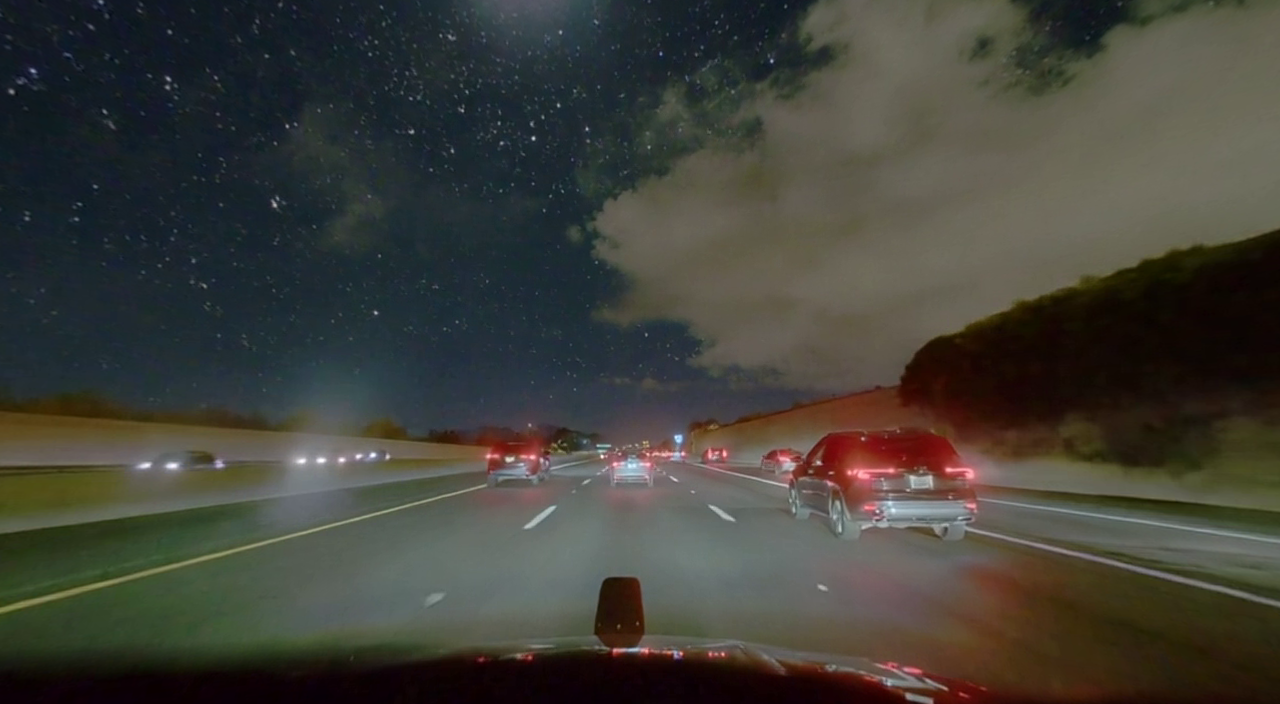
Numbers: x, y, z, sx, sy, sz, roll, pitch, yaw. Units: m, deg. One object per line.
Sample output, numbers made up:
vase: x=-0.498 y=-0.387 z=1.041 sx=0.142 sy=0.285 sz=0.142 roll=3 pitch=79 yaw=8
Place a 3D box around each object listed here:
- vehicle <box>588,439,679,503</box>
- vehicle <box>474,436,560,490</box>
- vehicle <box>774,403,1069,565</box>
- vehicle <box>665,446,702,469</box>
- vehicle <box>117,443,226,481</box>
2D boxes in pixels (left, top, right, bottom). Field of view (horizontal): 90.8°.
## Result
vehicle: x=-0.207 y=3.069 z=16.712 sx=2.098 sy=1.475 sz=3.997 roll=0 pitch=-8 yaw=-2
vehicle: x=-4.429 y=4.088 z=23.591 sx=2.218 sy=1.776 sz=5.031 roll=0 pitch=-8 yaw=0
vehicle: x=3.651 y=1.822 z=9.472 sx=2.162 sy=1.800 sz=4.693 roll=0 pitch=-9 yaw=-1
vehicle: x=2.989 y=7.330 z=44.094 sx=1.998 sy=1.490 sz=4.296 roll=0 pitch=-9 yaw=-3
vehicle: x=-21.726 y=5.087 z=29.535 sx=1.843 sy=1.590 sz=4.344 roll=0 pitch=-9 yaw=-2
